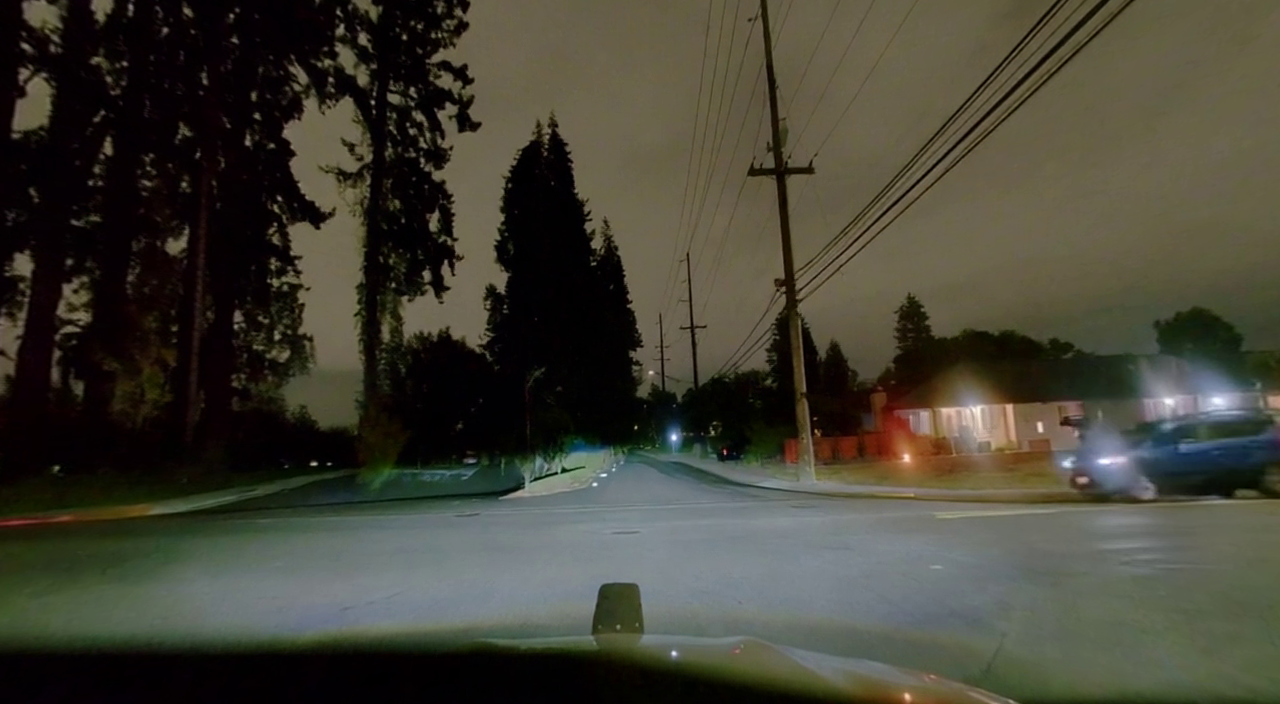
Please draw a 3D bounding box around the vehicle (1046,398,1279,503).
[{"bbox_3d":[11.121,1.906,12.385,4.809,1.834,2.181,0,-8,-2],"label":"vehicle"}]

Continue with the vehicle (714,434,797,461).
[{"bbox_3d":[7.266,6.062,40.053,4.784,1.647,1.947,0,-8,-5],"label":"vehicle"}]
